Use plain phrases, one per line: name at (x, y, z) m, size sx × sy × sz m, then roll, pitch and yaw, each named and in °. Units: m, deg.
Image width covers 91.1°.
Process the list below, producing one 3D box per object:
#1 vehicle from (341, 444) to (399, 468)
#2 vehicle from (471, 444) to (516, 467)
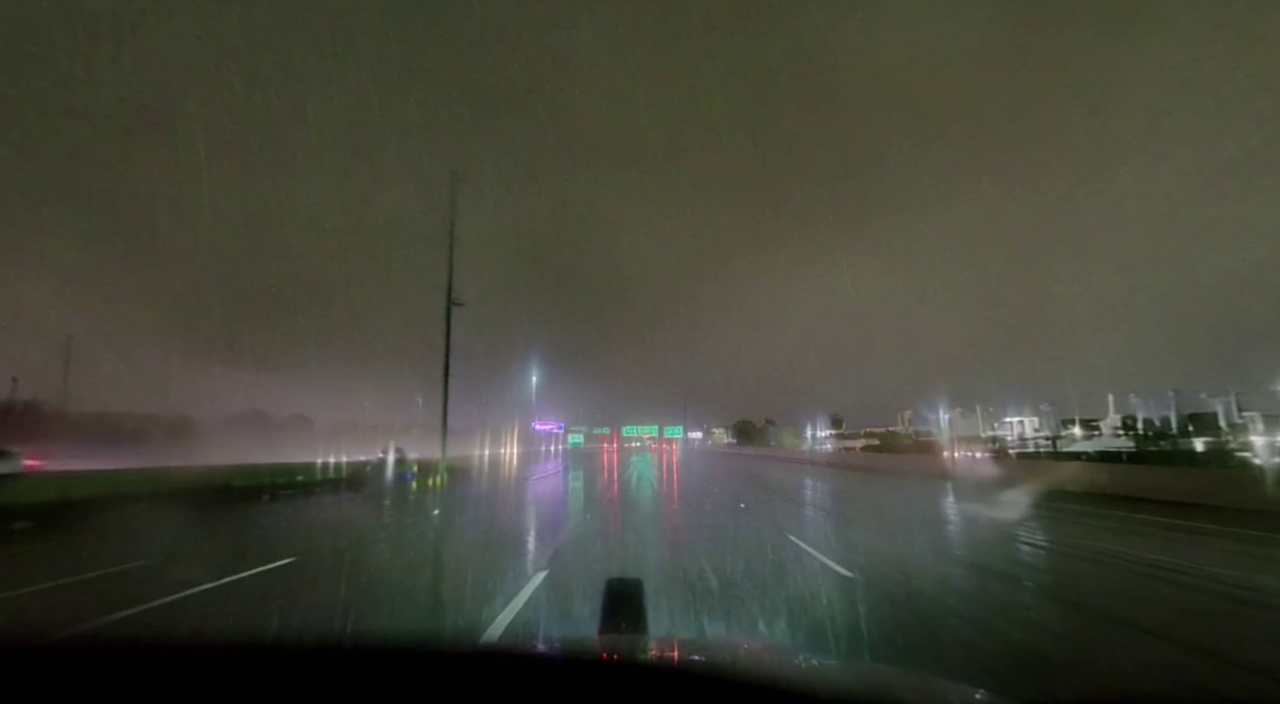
vehicle at (-18.825, 7.264, 44.023) m, size 2.026 × 1.607 × 4.471 m, roll 0°, pitch -9°, yaw 1°
vehicle at (-9.988, 7.087, 43.110) m, size 1.974 × 1.513 × 4.584 m, roll 0°, pitch -9°, yaw 0°
